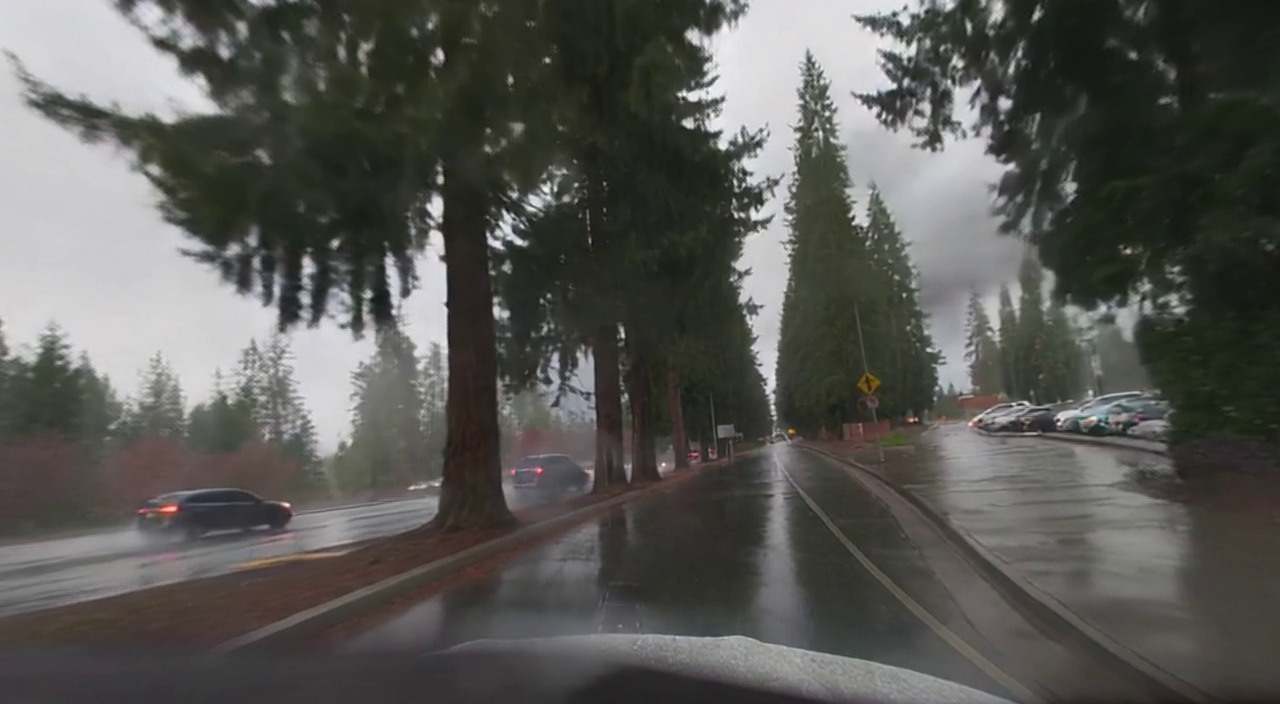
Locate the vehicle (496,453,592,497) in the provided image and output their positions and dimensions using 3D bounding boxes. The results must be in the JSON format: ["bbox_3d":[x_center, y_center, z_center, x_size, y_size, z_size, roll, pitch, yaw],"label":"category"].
[{"bbox_3d":[-4.164,5.414,28.272,2.049,1.699,4.860,-4,-9,21],"label":"vehicle"}]

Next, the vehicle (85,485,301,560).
[{"bbox_3d":[-12.736,4.826,18.437,1.886,1.535,4.742,-4,-9,24],"label":"vehicle"}]
